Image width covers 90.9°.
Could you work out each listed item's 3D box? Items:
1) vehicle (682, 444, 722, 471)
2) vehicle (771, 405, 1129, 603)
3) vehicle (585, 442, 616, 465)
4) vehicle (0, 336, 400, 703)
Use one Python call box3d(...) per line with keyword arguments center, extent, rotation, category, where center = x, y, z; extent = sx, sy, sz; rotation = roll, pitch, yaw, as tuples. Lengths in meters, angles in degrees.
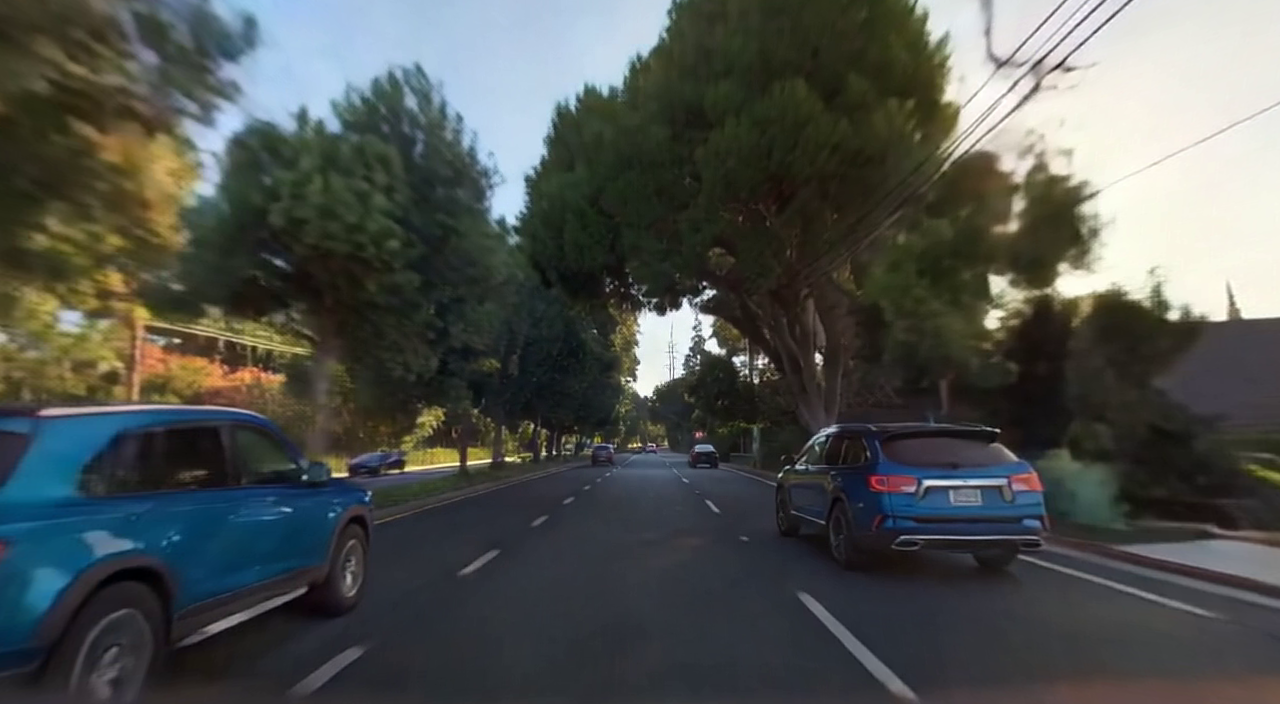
box3d(center=(3.631, 6.294, 37.807), extent=(1.906, 1.468, 4.422), rotation=(0, -9, 0), category="vehicle")
box3d(center=(3.223, 1.682, 7.902), extent=(2.182, 1.744, 4.464), rotation=(0, -9, 0), category="vehicle")
box3d(center=(-3.091, 8.007, 49.763), extent=(2.066, 1.725, 4.241), rotation=(0, -8, 1), category="vehicle")
box3d(center=(-3.604, 1.093, 4.251), extent=(2.104, 1.785, 4.494), rotation=(0, -9, 1), category="vehicle")
